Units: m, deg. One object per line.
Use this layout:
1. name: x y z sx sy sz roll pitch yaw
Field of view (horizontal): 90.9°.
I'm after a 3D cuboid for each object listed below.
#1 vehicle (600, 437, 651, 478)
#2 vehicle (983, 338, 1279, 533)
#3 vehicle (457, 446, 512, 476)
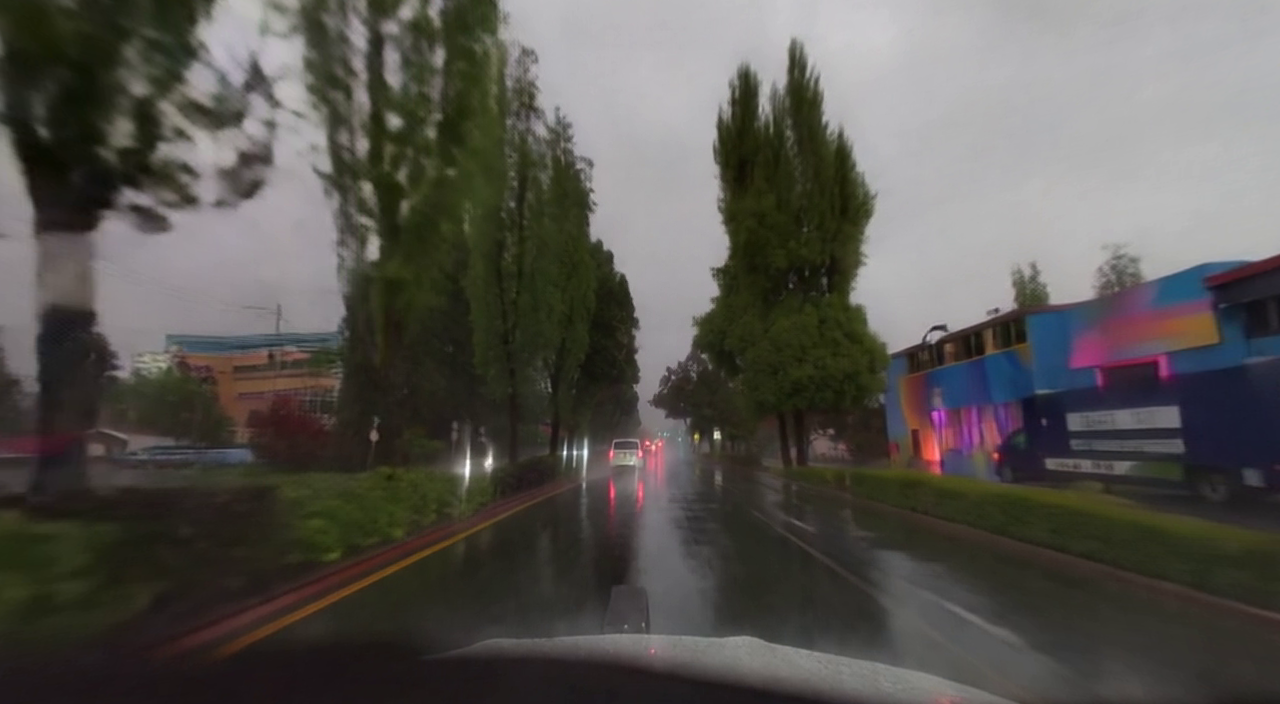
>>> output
1. vehicle: -0.584 4.833 29.171 2.129 1.713 4.314 0 -8 2
2. vehicle: 13.757 2.238 17.404 2.794 3.710 10.785 -3 -8 2
3. vehicle: -8.973 6.311 36.684 1.908 1.616 3.988 0 -8 4
